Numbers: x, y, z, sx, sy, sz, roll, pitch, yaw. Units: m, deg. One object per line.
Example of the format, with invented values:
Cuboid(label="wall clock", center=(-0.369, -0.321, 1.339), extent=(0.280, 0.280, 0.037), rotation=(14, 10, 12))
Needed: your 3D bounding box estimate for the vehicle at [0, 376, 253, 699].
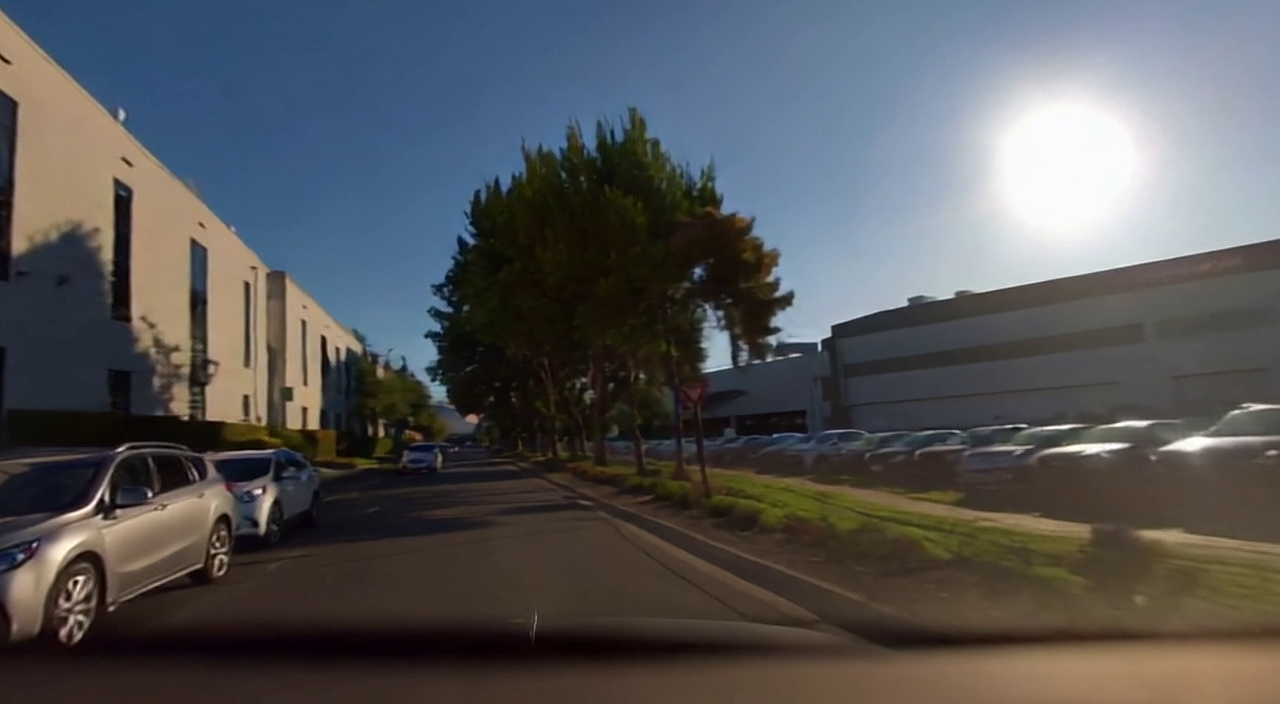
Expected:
Cuboid(label="vehicle", center=(-4.894, 1.323, 4.982), extent=(1.902, 1.712, 4.729), rotation=(-1, -9, -16))

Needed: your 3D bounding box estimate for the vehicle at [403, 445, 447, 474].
Cuboid(label="vehicle", center=(-12.984, 6.538, 38.218), extent=(2.040, 1.501, 4.440), rotation=(-2, -9, -13))
